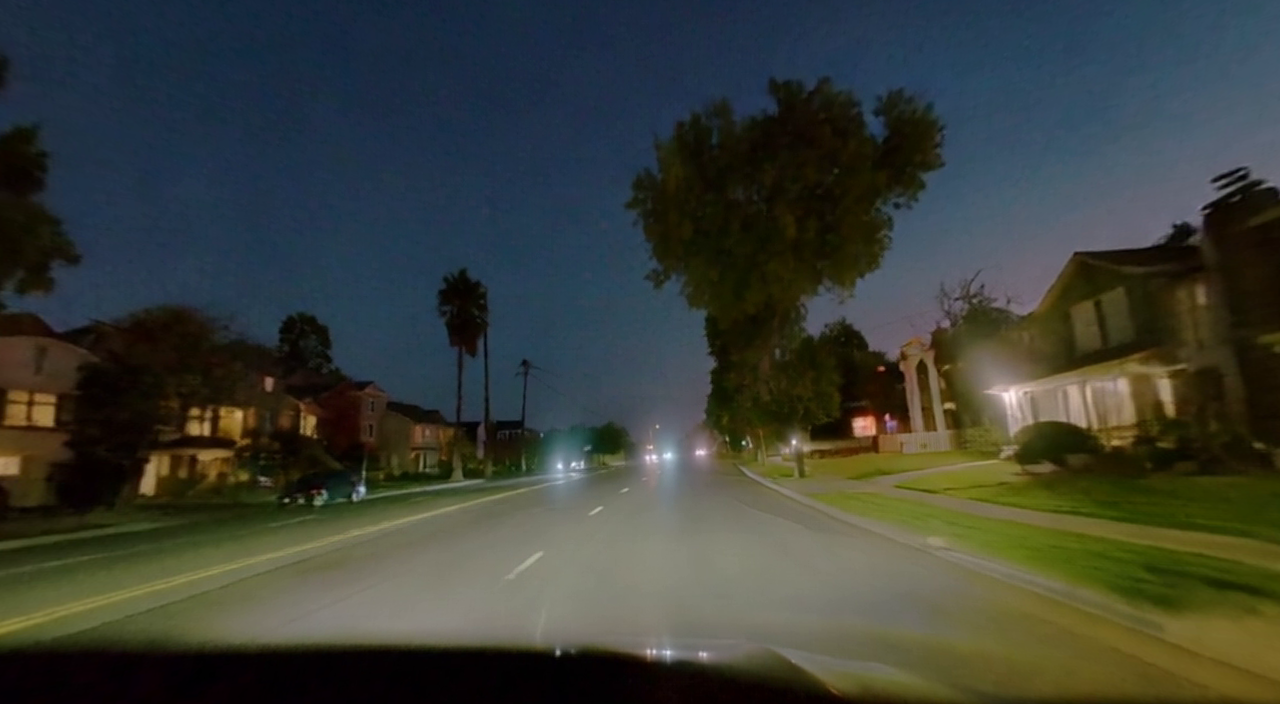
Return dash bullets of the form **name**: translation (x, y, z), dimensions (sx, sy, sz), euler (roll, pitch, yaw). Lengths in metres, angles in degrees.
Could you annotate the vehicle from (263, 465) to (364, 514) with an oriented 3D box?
- **vehicle**: translation (-13.034, 5.462, 25.516), dimensions (1.804, 1.498, 4.136), euler (-5, -8, 2)
